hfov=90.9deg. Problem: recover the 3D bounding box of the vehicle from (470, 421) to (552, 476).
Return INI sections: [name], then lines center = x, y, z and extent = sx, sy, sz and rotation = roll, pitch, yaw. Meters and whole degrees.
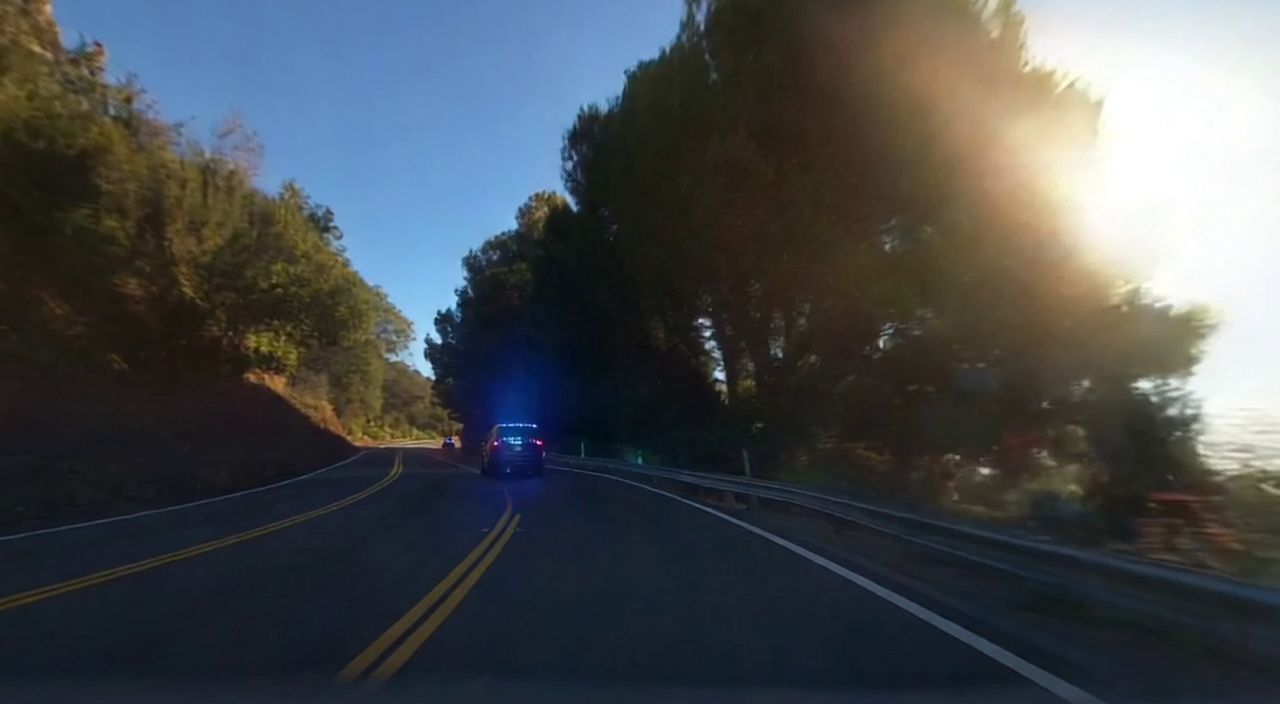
[vehicle]
center = -5.435, 3.934, 25.880
extent = 2.500, 1.961, 5.637
rotation = 3, -9, -19
